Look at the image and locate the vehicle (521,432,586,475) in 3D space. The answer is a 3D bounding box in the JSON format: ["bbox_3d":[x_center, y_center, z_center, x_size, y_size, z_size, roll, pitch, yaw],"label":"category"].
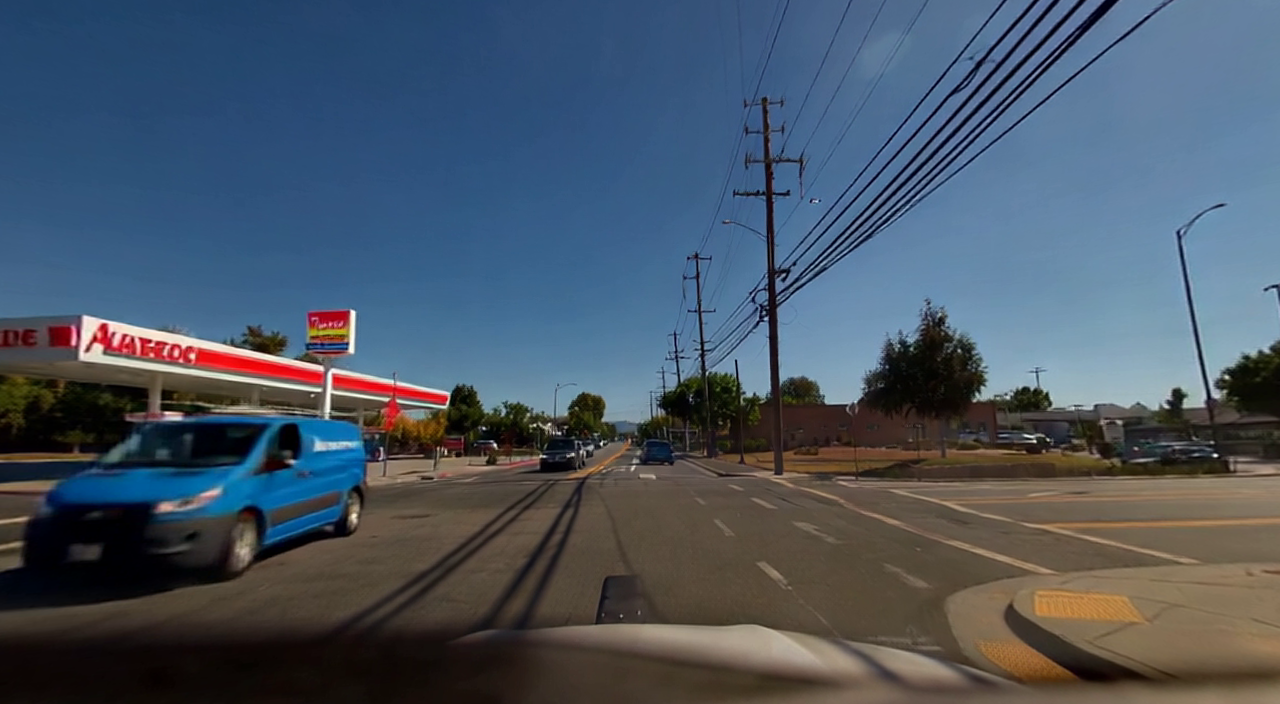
[{"bbox_3d":[-3.990,4.832,30.139,2.274,1.844,4.843,0,-9,1],"label":"vehicle"}]

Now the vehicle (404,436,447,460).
[{"bbox_3d":[-16.706,7.491,49.417,1.890,1.761,4.578,1,-9,-3],"label":"vehicle"}]

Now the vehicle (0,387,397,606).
[{"bbox_3d":[-5.066,1.659,8.181,2.222,1.931,4.882,1,-9,-5],"label":"vehicle"}]

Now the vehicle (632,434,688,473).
[{"bbox_3d":[0.836,4.673,29.144,2.000,1.663,4.271,1,-9,-6],"label":"vehicle"}]
